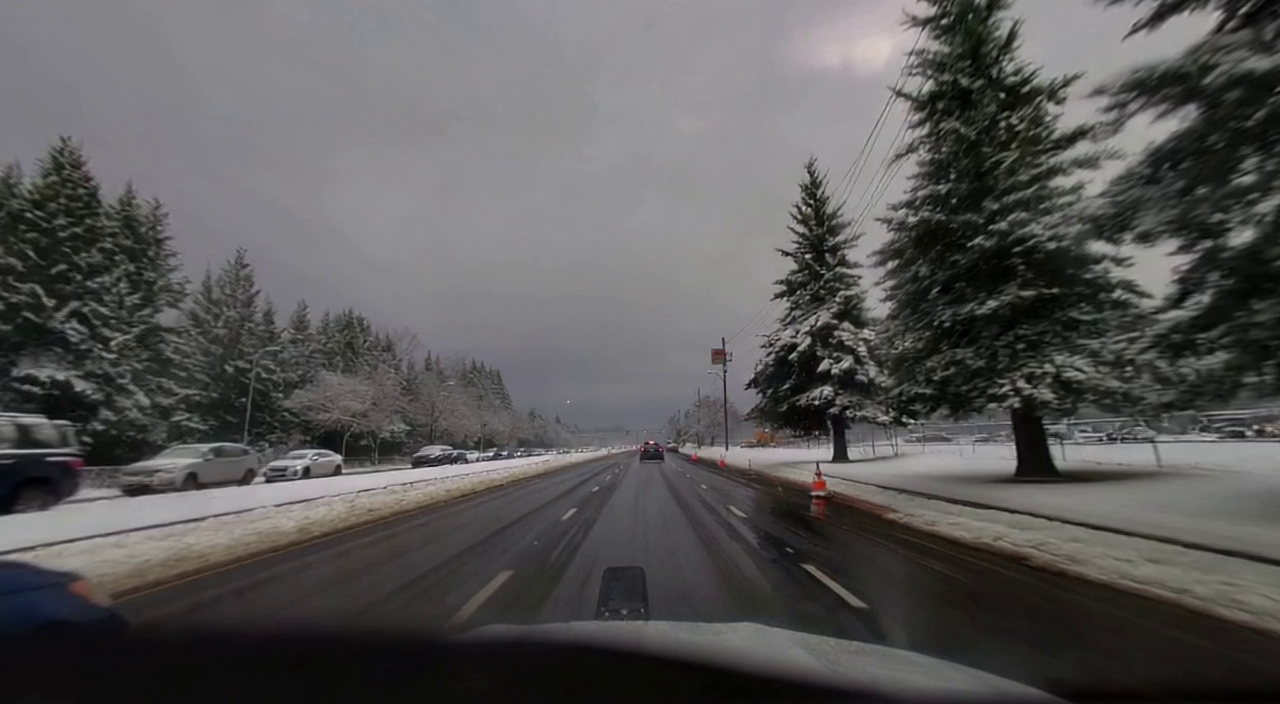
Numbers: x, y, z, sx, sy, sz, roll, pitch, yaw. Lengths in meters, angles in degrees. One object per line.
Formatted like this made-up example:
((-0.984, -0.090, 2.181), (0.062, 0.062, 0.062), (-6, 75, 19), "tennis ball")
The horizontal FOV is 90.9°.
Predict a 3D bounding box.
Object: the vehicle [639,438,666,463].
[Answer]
((0.951, 7.643, 48.985), (2.060, 1.845, 4.151), (0, -8, 0), "vehicle")

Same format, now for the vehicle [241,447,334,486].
((-17.364, 5.623, 31.357), (1.904, 1.764, 4.515), (0, -8, 1), "vehicle")

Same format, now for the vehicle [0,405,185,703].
((-3.147, 0.674, 0.389), (2.087, 1.480, 4.825), (0, -9, 1), "vehicle")
